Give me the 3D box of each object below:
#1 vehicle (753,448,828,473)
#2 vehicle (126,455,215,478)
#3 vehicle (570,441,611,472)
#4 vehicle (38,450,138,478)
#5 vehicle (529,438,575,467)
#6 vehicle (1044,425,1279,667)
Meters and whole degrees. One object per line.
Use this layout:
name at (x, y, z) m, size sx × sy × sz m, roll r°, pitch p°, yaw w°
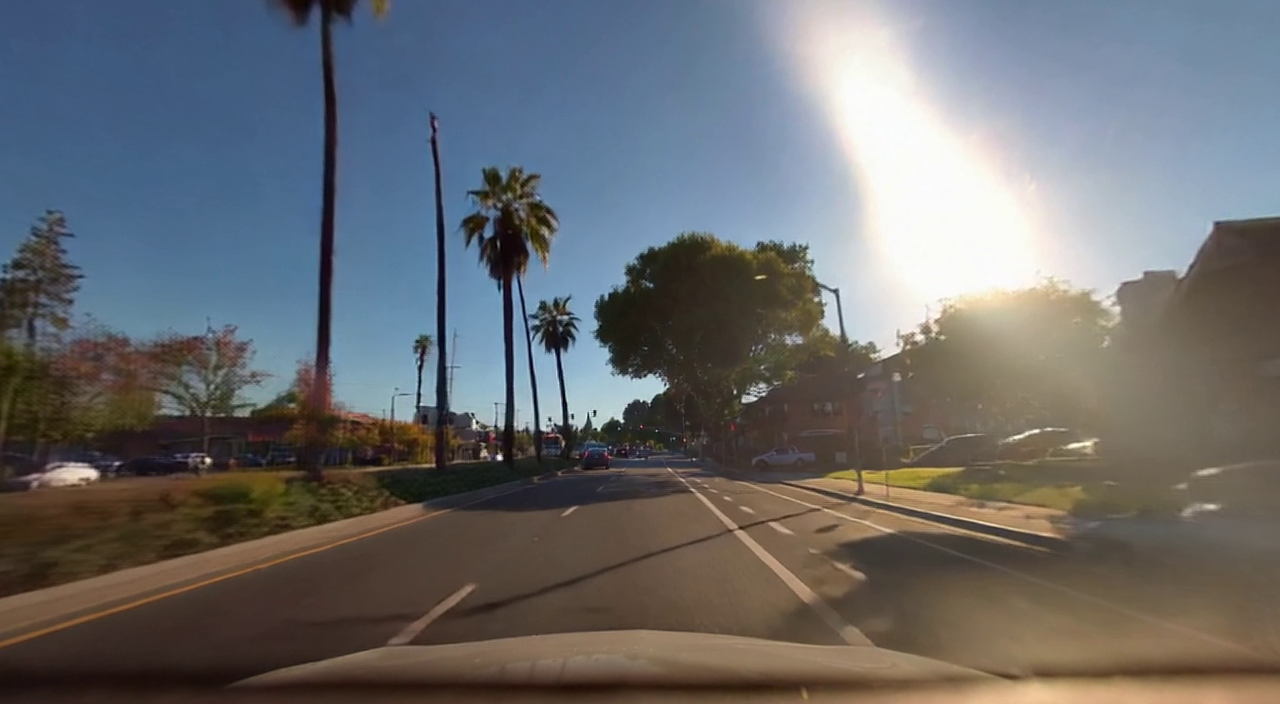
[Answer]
vehicle at (9.590, 6.944, 40.497) m, size 4.509 × 1.520 × 1.952 m, roll -1°, pitch -9°, yaw 10°
vehicle at (-34.090, 8.330, 45.817) m, size 4.808 × 1.529 × 1.979 m, roll 1°, pitch -9°, yaw -3°
vehicle at (-3.080, 6.636, 40.192) m, size 2.116 × 1.806 × 4.516 m, roll 0°, pitch -9°, yaw 2°
vehicle at (-39.724, 8.038, 45.422) m, size 5.006 × 1.941 × 2.056 m, roll 1°, pitch -9°, yaw -4°
vehicle at (-6.513, 7.566, 47.422) m, size 2.457 × 2.010 × 6.330 m, roll 0°, pitch -9°, yaw 1°
vehicle at (5.035, 1.242, 4.077) m, size 1.994 × 1.507 × 4.173 m, roll 0°, pitch -9°, yaw -1°
